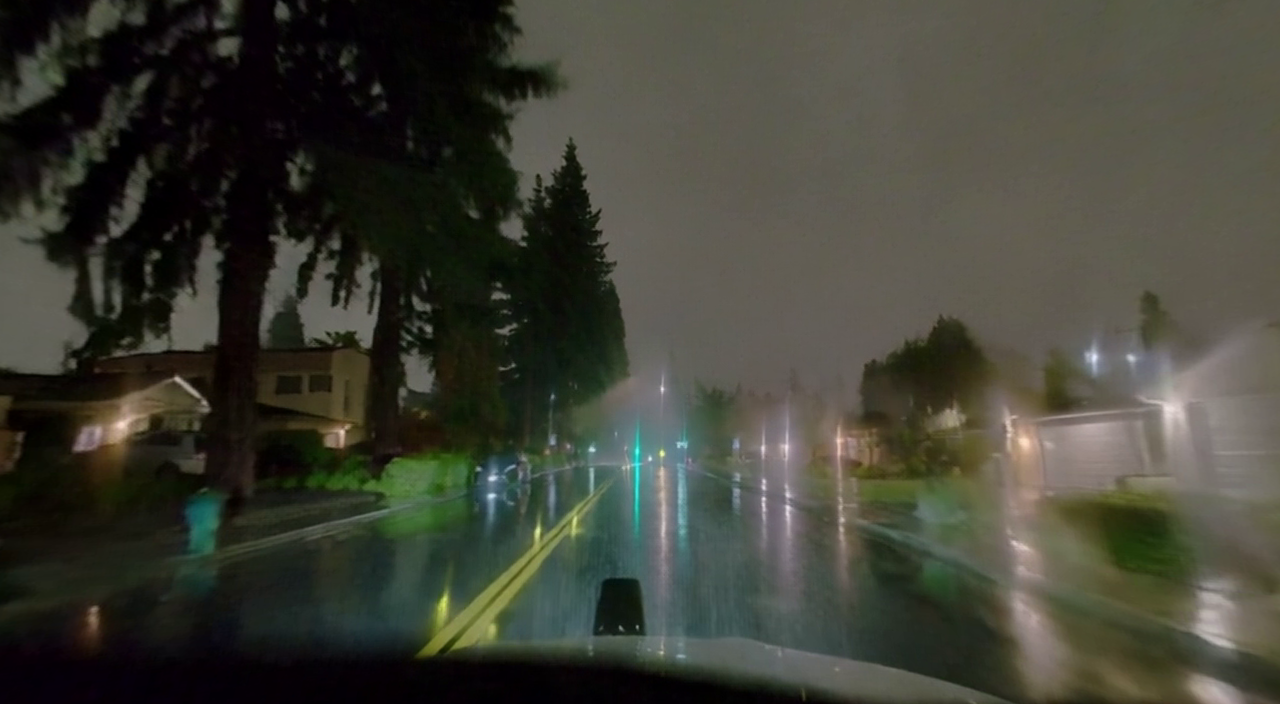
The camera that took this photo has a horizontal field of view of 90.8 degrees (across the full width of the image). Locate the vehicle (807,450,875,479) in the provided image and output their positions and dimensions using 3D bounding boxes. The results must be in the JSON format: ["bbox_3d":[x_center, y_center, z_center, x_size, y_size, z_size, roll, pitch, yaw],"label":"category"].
[{"bbox_3d":[14.681,8.168,46.136,4.231,1.493,1.941,3,-6,33],"label":"vehicle"}]

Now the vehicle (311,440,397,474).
[{"bbox_3d":[-16.977,6.224,37.371,4.742,1.495,1.963,-10,-11,23],"label":"vehicle"}]

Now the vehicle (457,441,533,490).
[{"bbox_3d":[-5.786,4.734,25.828,1.924,1.765,4.542,-2,-12,1],"label":"vehicle"}]

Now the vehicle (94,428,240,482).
[{"bbox_3d":[-14.744,3.177,19.618,4.668,1.491,1.941,-6,-10,31],"label":"vehicle"}]

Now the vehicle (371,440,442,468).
[{"bbox_3d":[-17.366,7.577,46.870,4.918,1.918,2.002,-6,-10,25],"label":"vehicle"}]
